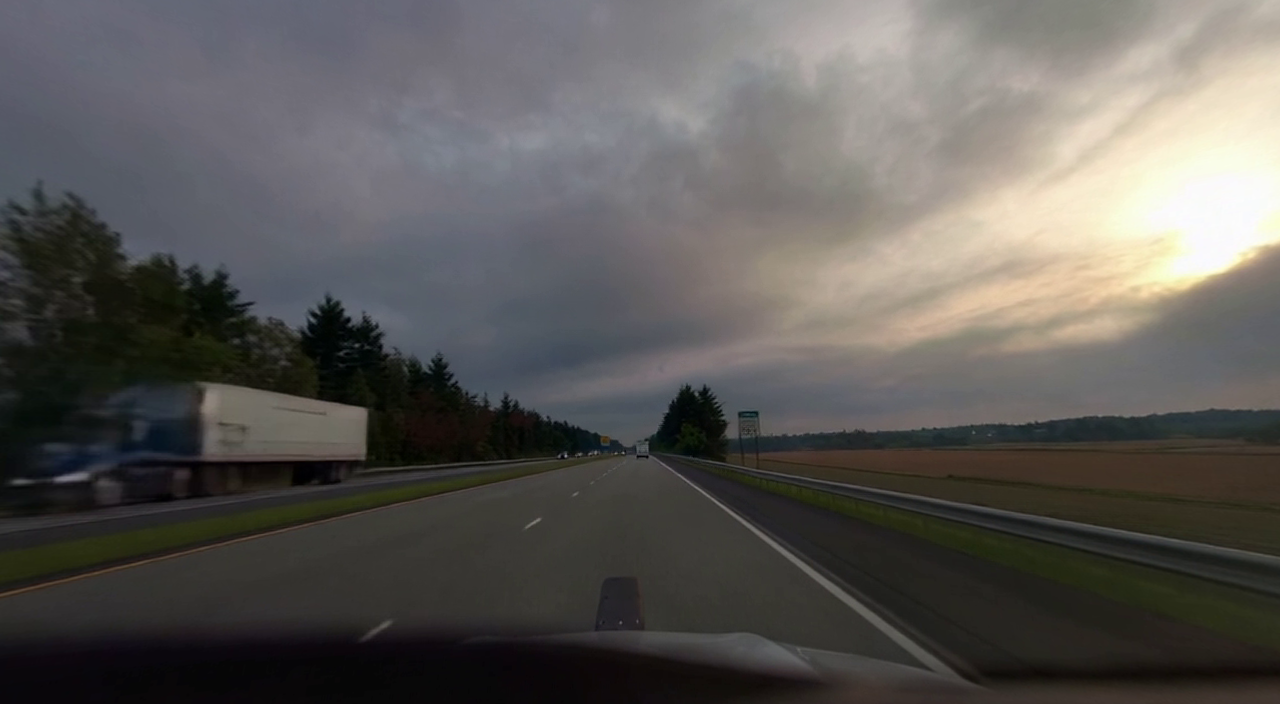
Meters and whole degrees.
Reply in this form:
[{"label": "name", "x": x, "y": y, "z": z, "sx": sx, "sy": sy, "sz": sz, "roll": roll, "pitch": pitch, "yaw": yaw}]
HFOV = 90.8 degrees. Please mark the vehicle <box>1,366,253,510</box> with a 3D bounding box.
[{"label": "vehicle", "x": -15.788, "y": 2.769, "z": 20.199, "sx": 2.956, "sy": 3.925, "sz": 5.821, "roll": 0, "pitch": -9, "yaw": -1}]
